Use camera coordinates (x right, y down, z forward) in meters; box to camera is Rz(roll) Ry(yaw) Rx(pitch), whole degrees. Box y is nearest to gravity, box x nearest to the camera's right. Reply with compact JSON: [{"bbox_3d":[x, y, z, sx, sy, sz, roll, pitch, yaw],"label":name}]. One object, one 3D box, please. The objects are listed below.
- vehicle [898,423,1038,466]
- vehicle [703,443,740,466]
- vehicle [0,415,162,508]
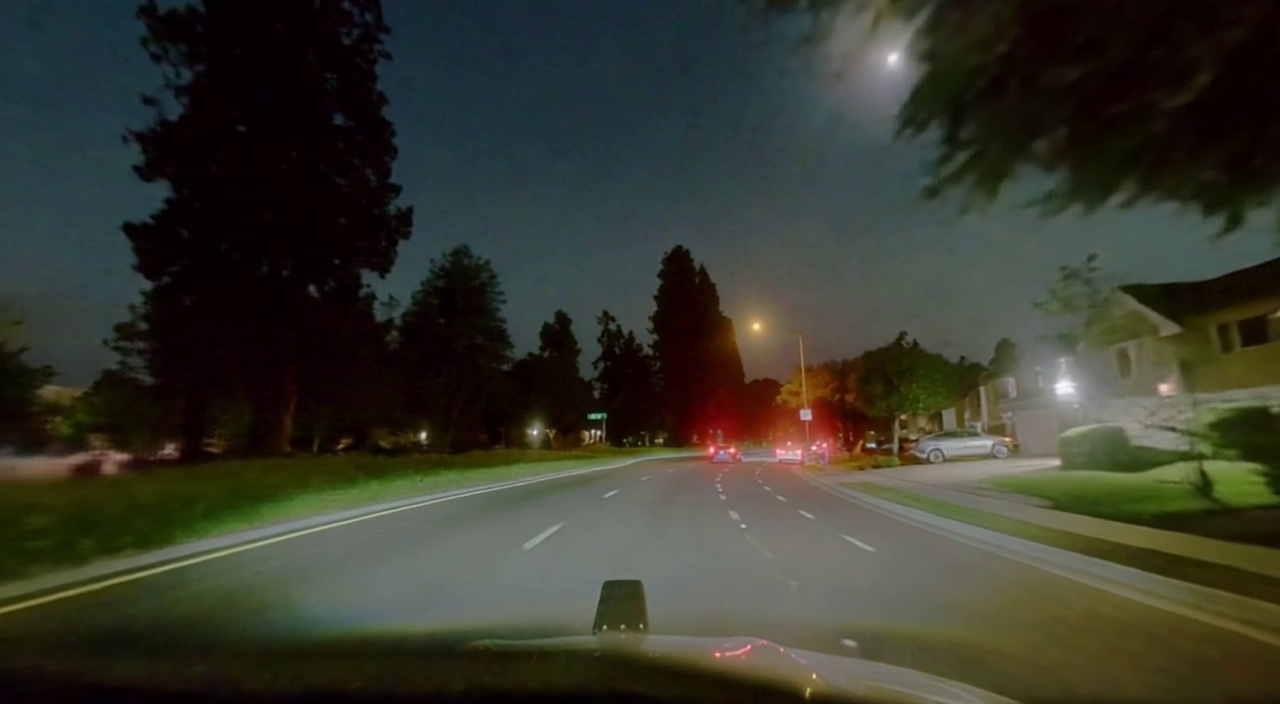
[{"bbox_3d":[14.435,4.143,28.086,4.999,1.791,2.177,-2,-9,12],"label":"vehicle"},{"bbox_3d":[5.601,6.922,42.902,2.050,1.456,4.003,-2,-9,14],"label":"vehicle"},{"bbox_3d":[-12.919,2.259,13.191,2.071,1.728,4.514,0,-8,4],"label":"vehicle"}]
